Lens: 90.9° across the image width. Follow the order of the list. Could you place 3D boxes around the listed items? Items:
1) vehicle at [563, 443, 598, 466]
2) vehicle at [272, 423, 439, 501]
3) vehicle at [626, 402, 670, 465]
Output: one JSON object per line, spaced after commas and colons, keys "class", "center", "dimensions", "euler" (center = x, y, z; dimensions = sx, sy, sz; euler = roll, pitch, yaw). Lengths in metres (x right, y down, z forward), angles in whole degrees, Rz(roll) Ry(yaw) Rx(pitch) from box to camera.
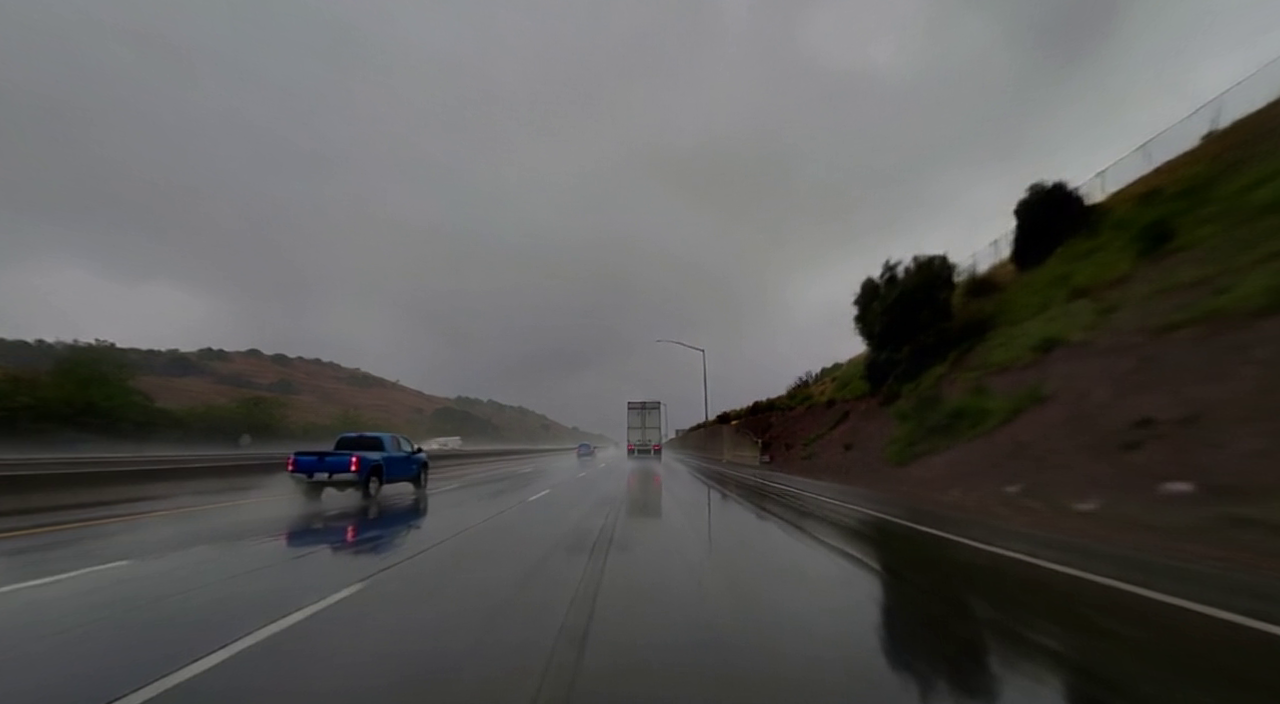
{"class": "vehicle", "center": [-4.230, 7.374, 45.554], "dimensions": [1.983, 1.508, 4.060], "euler": [0, -8, 2]}
{"class": "vehicle", "center": [-7.695, 3.039, 17.855], "dimensions": [2.113, 1.837, 5.339], "euler": [0, -8, 1]}
{"class": "vehicle", "center": [0.623, 6.582, 49.841], "dimensions": [2.951, 4.229, 15.519], "euler": [0, -8, 1]}
